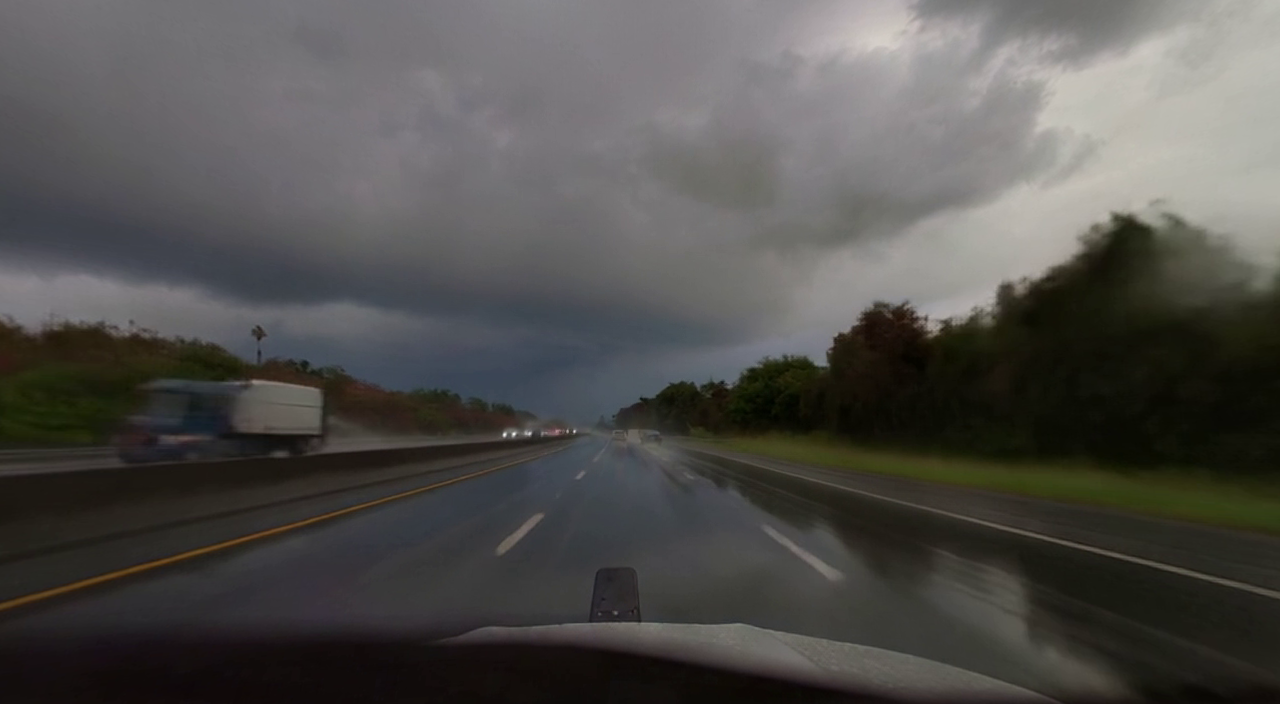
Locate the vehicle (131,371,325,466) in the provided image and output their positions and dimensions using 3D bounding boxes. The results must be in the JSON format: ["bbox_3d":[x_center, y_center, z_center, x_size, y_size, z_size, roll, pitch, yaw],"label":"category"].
[{"bbox_3d":[-19.909,3.467,31.667,2.945,3.987,10.214,0,-8,-1],"label":"vehicle"}]
